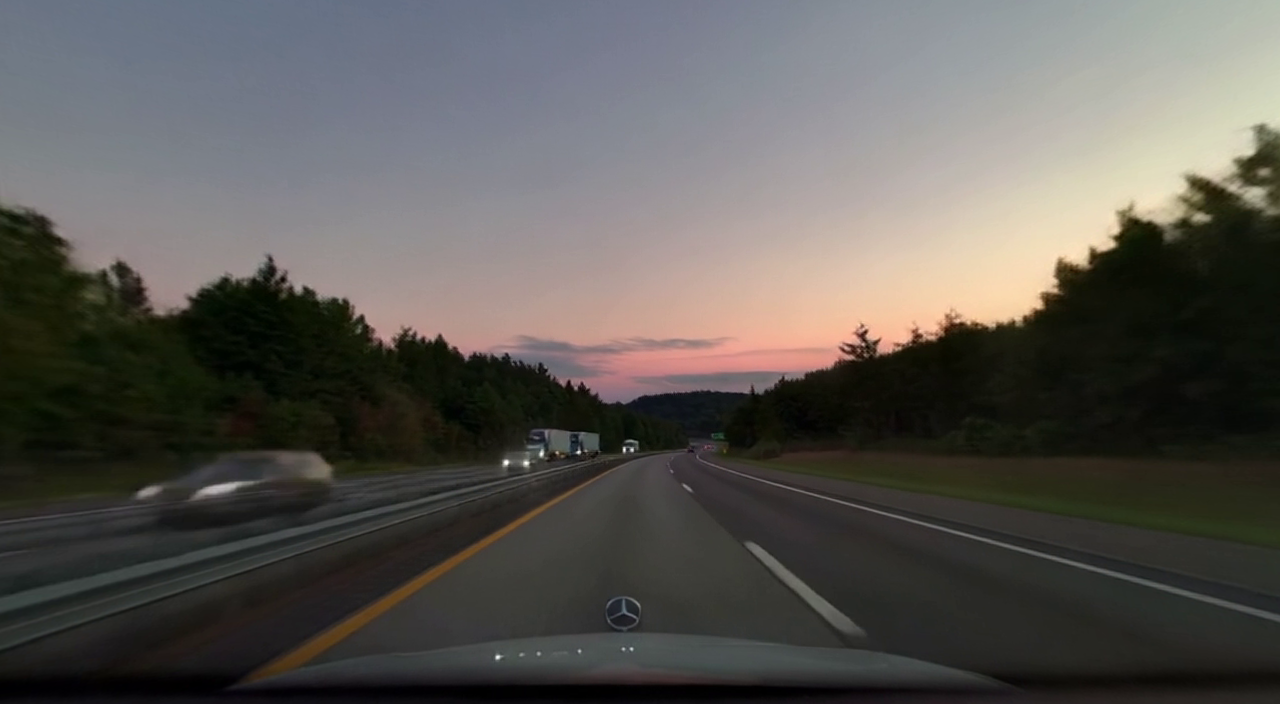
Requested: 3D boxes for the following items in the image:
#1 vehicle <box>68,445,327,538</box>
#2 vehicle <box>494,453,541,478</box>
[{"bbox_3d":[-9.007,2.841,13.562,2.069,1.606,4.753,0,-9,1],"label":"vehicle"},{"bbox_3d":[-7.874,7.321,40.959,1.933,1.464,4.506,-1,-9,3],"label":"vehicle"}]
